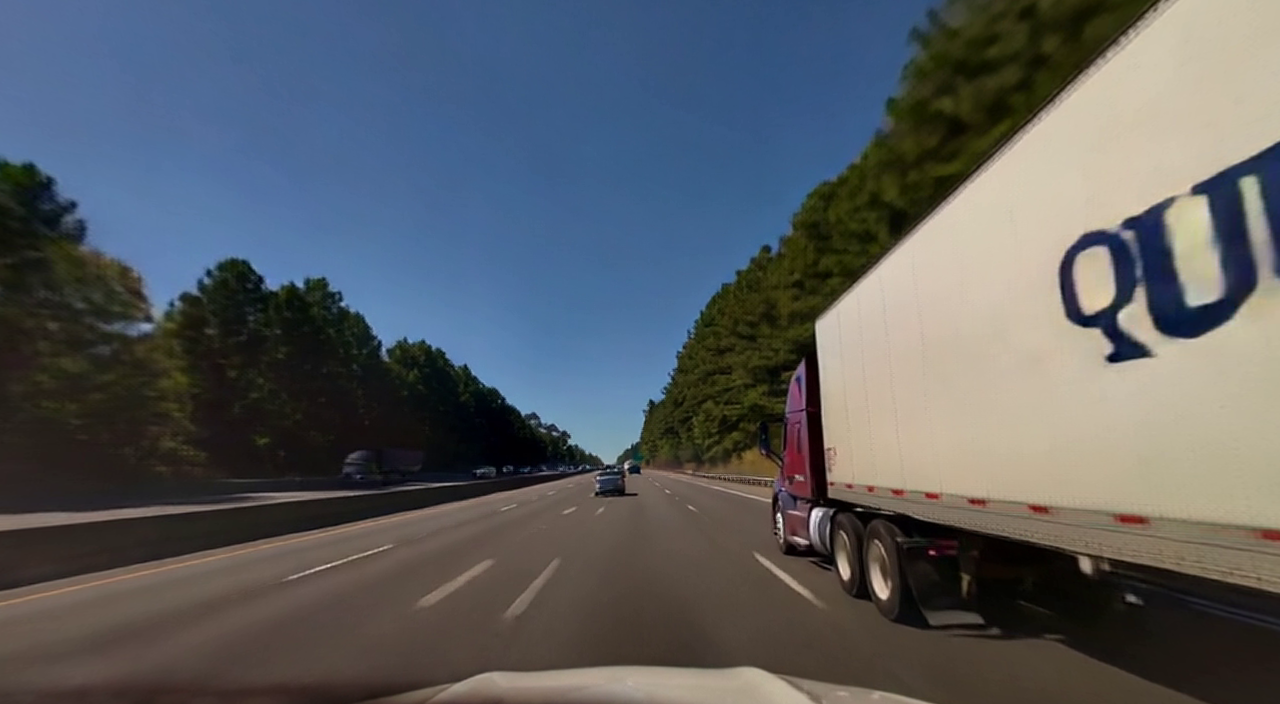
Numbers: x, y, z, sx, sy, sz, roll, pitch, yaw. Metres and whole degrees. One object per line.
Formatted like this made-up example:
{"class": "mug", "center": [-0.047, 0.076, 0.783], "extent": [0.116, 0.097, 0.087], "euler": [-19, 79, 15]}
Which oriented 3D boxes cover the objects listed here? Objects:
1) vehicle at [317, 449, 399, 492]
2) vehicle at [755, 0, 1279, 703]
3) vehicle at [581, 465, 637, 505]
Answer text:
{"class": "vehicle", "center": [-20.987, 8.905, 47.389], "extent": [2.805, 2.910, 7.007], "euler": [1, -11, 0]}
{"class": "vehicle", "center": [3.590, 0.269, 6.335], "extent": [3.019, 4.226, 9.221], "euler": [1, -11, 0]}
{"class": "vehicle", "center": [-1.155, 5.246, 25.099], "extent": [2.032, 1.407, 3.641], "euler": [1, -11, 0]}
